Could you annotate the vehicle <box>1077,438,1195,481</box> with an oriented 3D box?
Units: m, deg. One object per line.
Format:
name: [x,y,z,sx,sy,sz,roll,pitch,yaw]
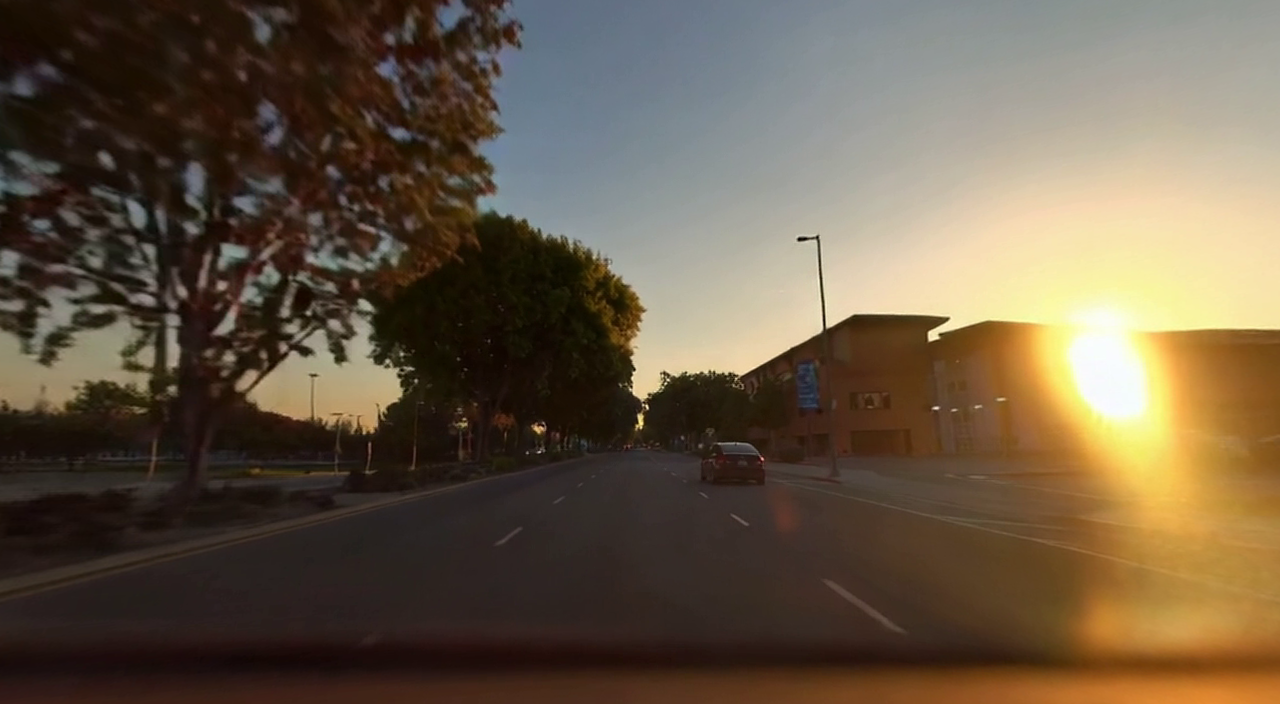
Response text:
vehicle: [21.363,4.640,27.406,1.858,1.578,3.708,-3,-9,-3]

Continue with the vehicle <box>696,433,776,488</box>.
vehicle: [3.310,3.849,22.681,2.083,1.743,4.354,0,-9,-2]
